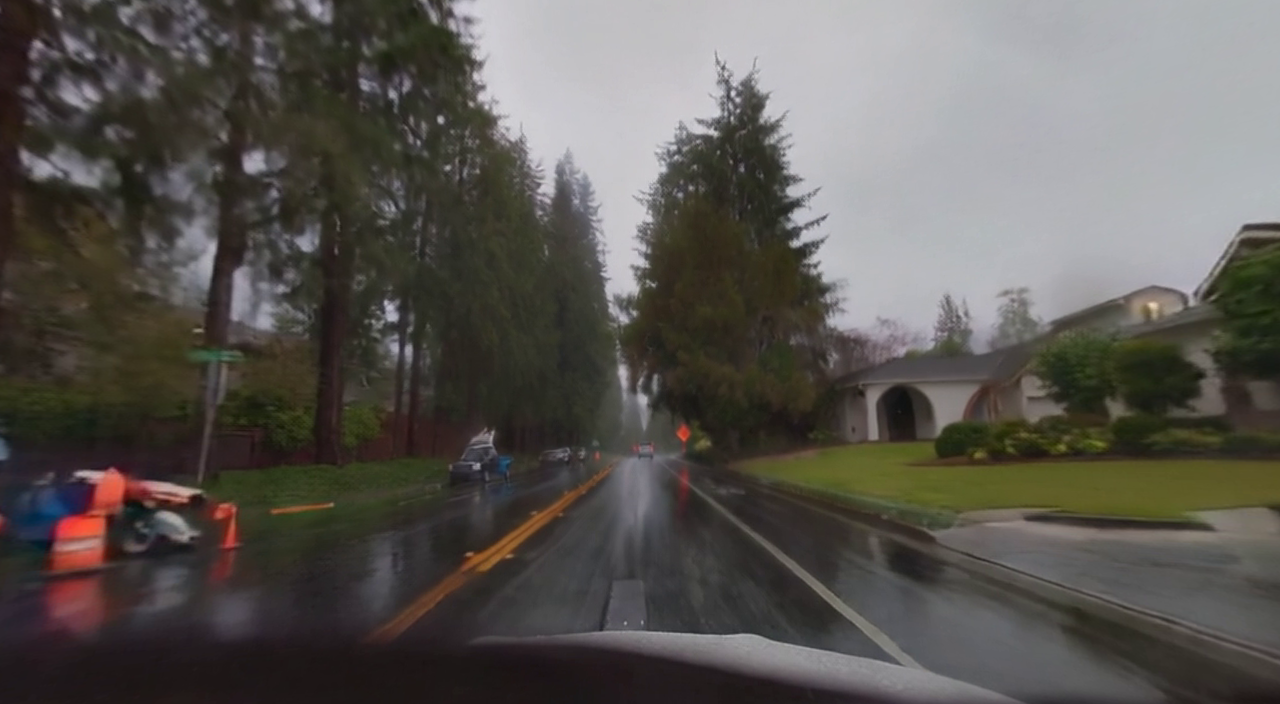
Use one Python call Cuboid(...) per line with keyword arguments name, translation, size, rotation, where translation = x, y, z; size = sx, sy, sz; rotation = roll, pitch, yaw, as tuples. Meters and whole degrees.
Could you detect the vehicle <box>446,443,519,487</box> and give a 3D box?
Cuboid(name="vehicle", translation=(-8.199, 5.870, 33.384), size=(2.422, 1.855, 6.165), rotation=(-4, -7, -2))
